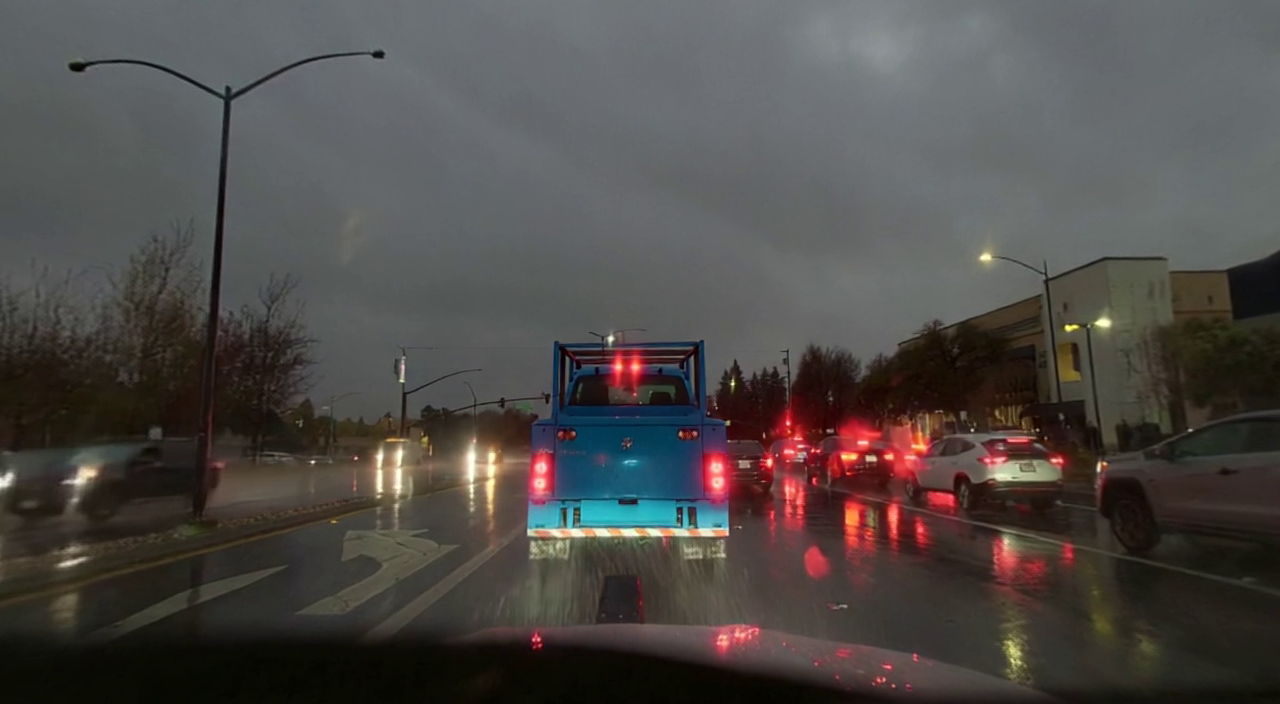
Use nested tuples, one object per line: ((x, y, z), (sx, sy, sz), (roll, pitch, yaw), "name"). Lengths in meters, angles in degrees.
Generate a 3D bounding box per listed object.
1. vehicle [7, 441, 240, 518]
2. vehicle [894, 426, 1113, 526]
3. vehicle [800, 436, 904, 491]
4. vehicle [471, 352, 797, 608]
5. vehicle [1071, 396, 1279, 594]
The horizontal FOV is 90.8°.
((-12.359, 3.039, 15.639), (1.928, 1.591, 4.509), (0, -9, 0), "vehicle")
((7.070, 2.440, 12.962), (1.931, 1.692, 4.267), (0, -9, 0), "vehicle")
((7.063, 3.743, 21.592), (1.953, 1.665, 4.327), (0, -9, -2), "vehicle")
((-0.099, 1.475, 8.164), (2.682, 2.117, 5.706), (0, -9, -1), "vehicle")
((6.807, 1.358, 6.132), (2.023, 1.771, 4.488), (0, -9, 0), "vehicle")
